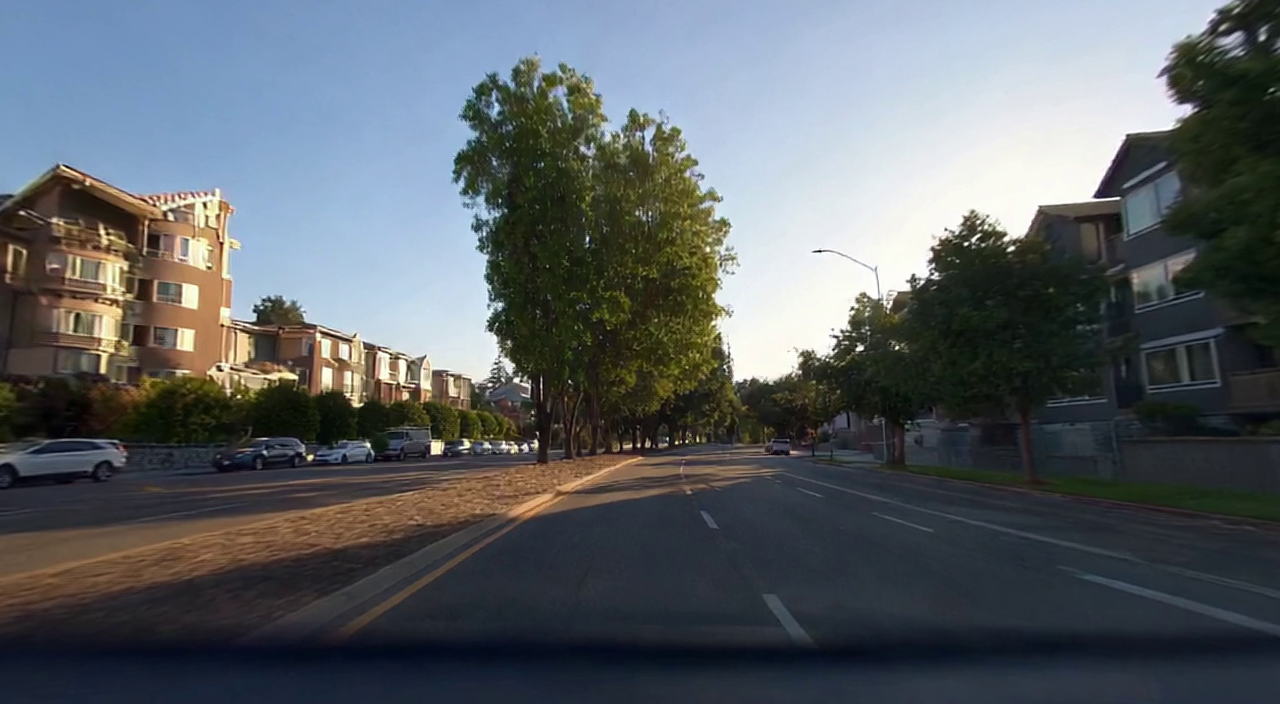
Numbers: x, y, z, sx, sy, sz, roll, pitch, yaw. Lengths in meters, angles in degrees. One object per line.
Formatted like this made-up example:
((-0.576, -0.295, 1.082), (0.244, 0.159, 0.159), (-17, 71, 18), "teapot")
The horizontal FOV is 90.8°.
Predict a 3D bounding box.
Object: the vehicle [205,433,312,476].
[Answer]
((-18.797, 5.066, 31.491), (2.096, 1.839, 5.137), (-3, -8, 1), "vehicle")

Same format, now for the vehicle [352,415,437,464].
((-17.613, 6.429, 45.995), (2.781, 3.224, 7.055), (-1, -9, 5), "vehicle")

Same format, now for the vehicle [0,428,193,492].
((-18.906, 3.736, 22.214), (2.217, 1.882, 5.448), (-3, -9, 3), "vehicle")

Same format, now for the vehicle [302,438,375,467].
((-18.269, 6.136, 38.538), (1.876, 1.624, 4.827), (-2, -9, 3), "vehicle")
